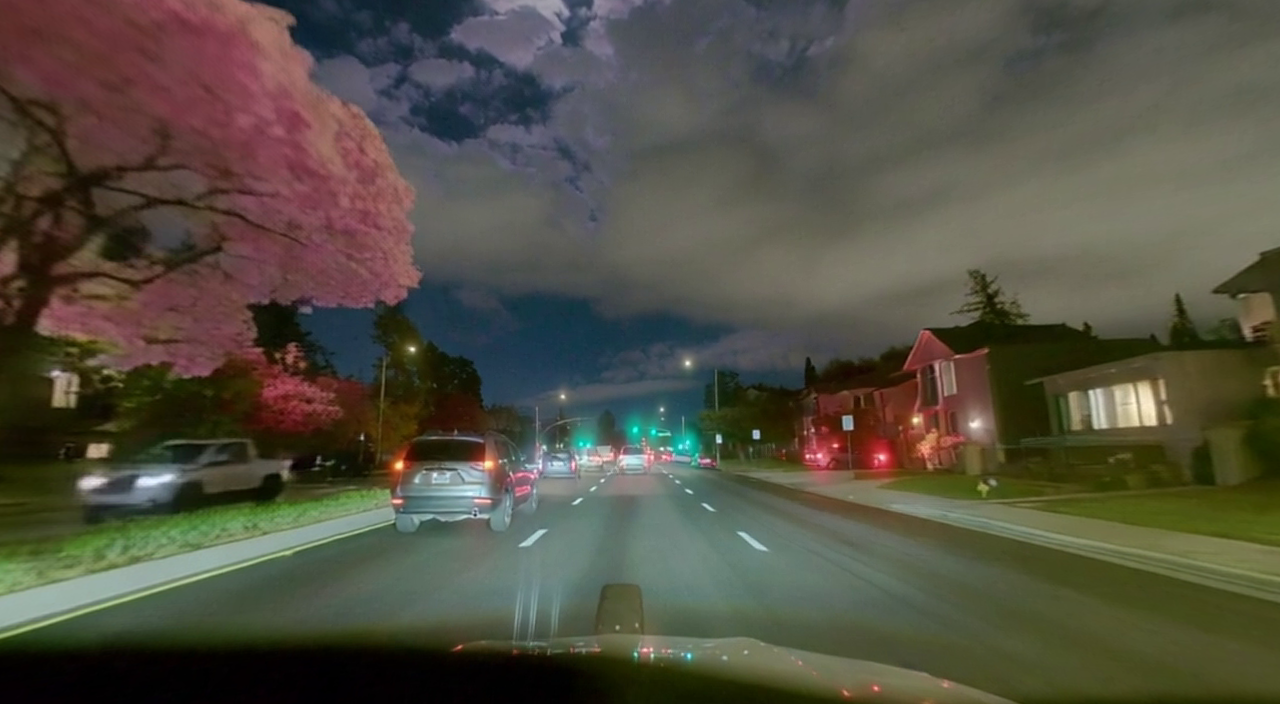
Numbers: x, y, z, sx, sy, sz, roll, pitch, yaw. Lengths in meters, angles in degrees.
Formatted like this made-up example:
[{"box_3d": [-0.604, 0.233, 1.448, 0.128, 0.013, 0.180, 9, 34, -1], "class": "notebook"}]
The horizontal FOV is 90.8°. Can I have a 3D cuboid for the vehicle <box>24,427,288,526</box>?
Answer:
[{"box_3d": [-11.352, 2.918, 15.588, 2.152, 1.958, 5.490, 0, -8, 0], "class": "vehicle"}]

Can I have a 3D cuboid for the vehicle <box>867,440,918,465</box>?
[{"box_3d": [18.876, 7.476, 47.322, 1.828, 1.782, 3.871, 1, -8, -7], "class": "vehicle"}]

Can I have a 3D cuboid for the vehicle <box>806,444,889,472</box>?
[{"box_3d": [12.617, 6.482, 38.738, 4.482, 1.678, 1.890, -1, -8, 7], "class": "vehicle"}]

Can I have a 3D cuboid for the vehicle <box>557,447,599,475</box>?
[{"box_3d": [-3.616, 6.439, 37.559, 2.066, 1.565, 3.905, 0, -8, 0], "class": "vehicle"}]

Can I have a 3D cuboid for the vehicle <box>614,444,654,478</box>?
[{"box_3d": [-0.319, 5.671, 33.081, 1.997, 1.636, 3.760, 0, -8, -1], "class": "vehicle"}]

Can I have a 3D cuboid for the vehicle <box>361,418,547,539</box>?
[{"box_3d": [-3.362, 2.398, 12.686, 2.161, 1.919, 4.798, -1, -8, 1], "class": "vehicle"}]
